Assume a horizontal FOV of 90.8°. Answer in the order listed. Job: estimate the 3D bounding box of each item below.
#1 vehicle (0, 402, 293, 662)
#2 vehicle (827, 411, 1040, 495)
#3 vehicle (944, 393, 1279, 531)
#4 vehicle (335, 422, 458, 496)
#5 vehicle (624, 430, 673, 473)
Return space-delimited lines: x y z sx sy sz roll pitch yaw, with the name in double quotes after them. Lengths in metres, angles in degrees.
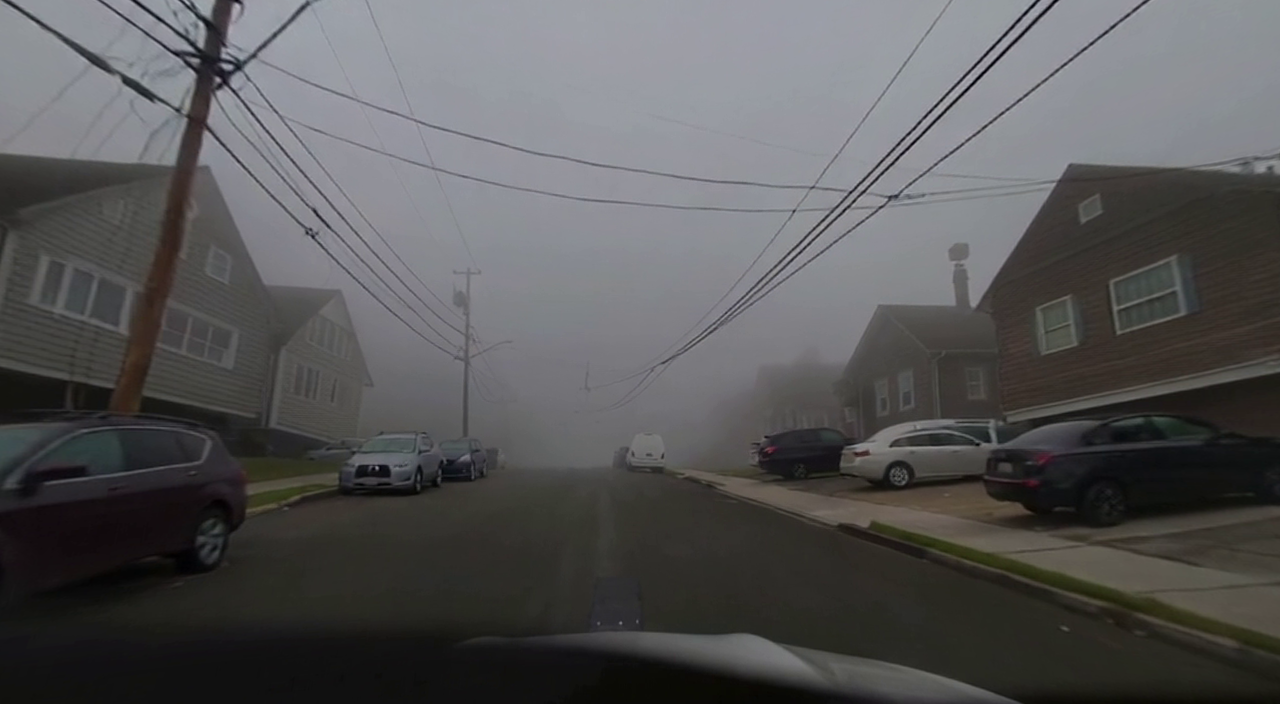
-4.995 1.183 4.913 2.084 1.522 4.925 3 -6 -5 "vehicle"
7.243 2.505 15.867 4.315 1.736 1.950 -2 -8 -7 "vehicle"
7.422 1.615 9.726 4.316 1.730 2.166 -1 -8 -6 "vehicle"
-6.166 2.689 16.516 1.967 1.656 3.924 2 -7 -6 "vehicle"
0.403 5.652 36.243 2.343 2.229 4.199 2 -8 -4 "vehicle"
